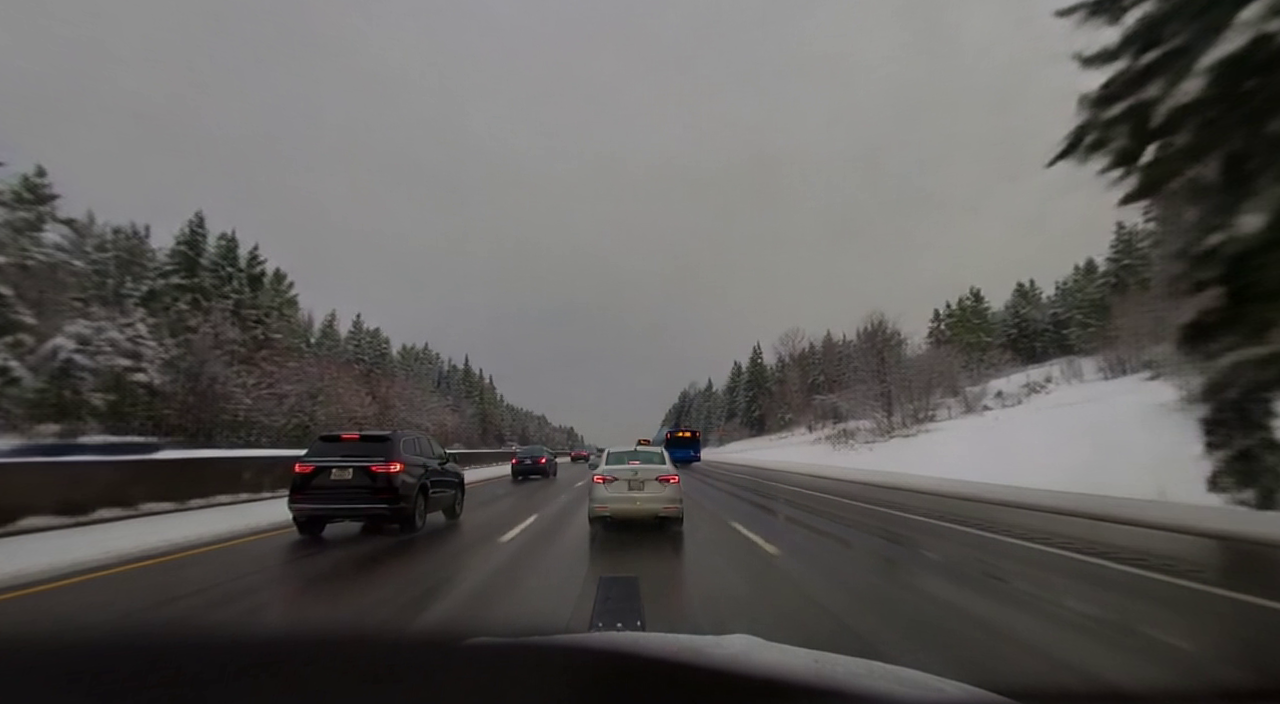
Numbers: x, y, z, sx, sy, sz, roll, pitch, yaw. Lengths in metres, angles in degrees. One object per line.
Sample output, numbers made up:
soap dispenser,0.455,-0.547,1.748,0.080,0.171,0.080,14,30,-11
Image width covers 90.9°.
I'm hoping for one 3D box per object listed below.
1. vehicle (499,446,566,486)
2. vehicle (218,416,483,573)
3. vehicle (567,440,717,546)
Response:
vehicle,-4.392,4.713,26.323,2.122,1.491,3.800,0,-9,-1
vehicle,-3.705,1.888,9.054,1.830,1.703,4.142,0,-9,0
vehicle,-0.029,2.325,11.075,2.120,1.478,4.179,0,-9,-2
